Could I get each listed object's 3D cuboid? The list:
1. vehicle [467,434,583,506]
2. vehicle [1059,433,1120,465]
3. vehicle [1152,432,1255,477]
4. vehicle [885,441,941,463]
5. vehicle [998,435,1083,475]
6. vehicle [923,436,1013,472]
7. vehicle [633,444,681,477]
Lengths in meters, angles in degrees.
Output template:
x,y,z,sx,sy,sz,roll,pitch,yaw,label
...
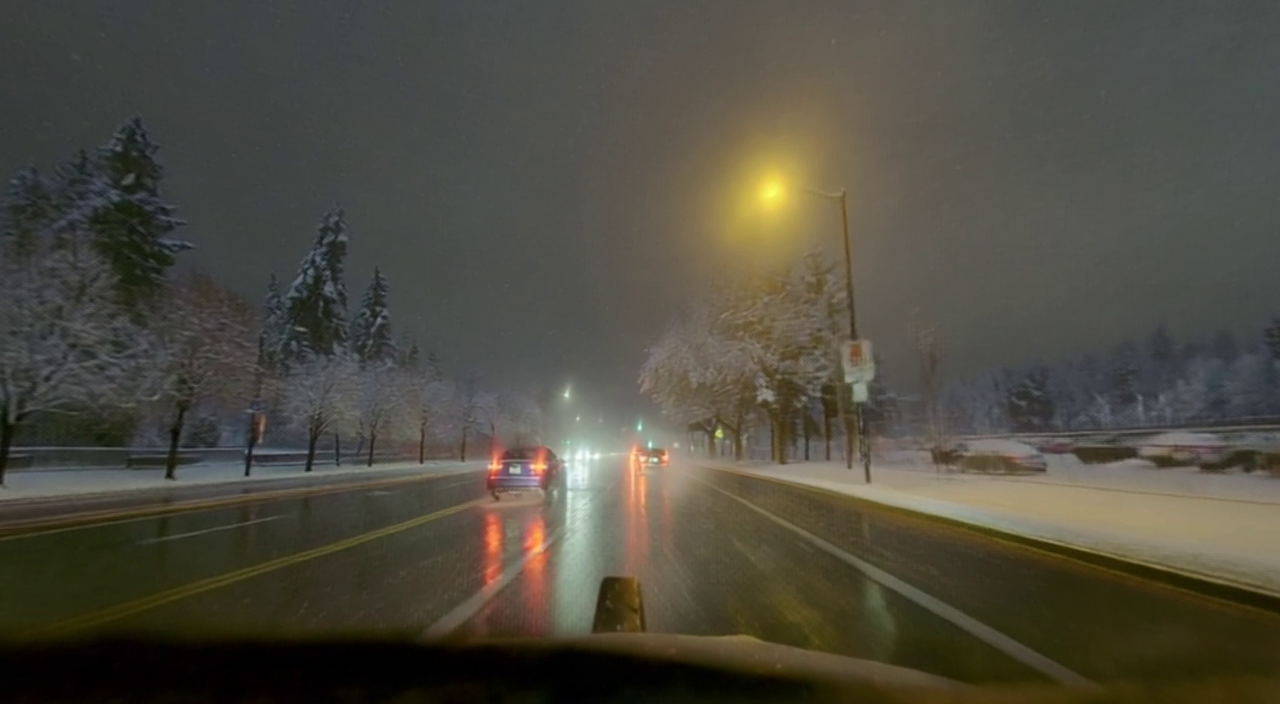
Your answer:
x,y,z,sx,sy,sz,roll,pitch,yaw,label
-2.949,3.137,17.309,2.105,1.676,4.541,-1,-8,3,vehicle
26.548,5.684,37.253,4.534,1.729,1.975,7,-10,-44,vehicle
19.681,3.533,21.984,4.562,1.392,2.048,7,-11,-41,vehicle
19.146,6.978,44.205,4.404,1.469,1.947,8,-12,-43,vehicle
16.185,4.112,25.435,2.131,1.437,4.325,-7,-11,41,vehicle
14.633,4.498,28.073,4.830,1.459,2.041,8,-12,-44,vehicle
0.836,5.275,30.902,2.147,1.474,4.083,0,-8,2,vehicle
